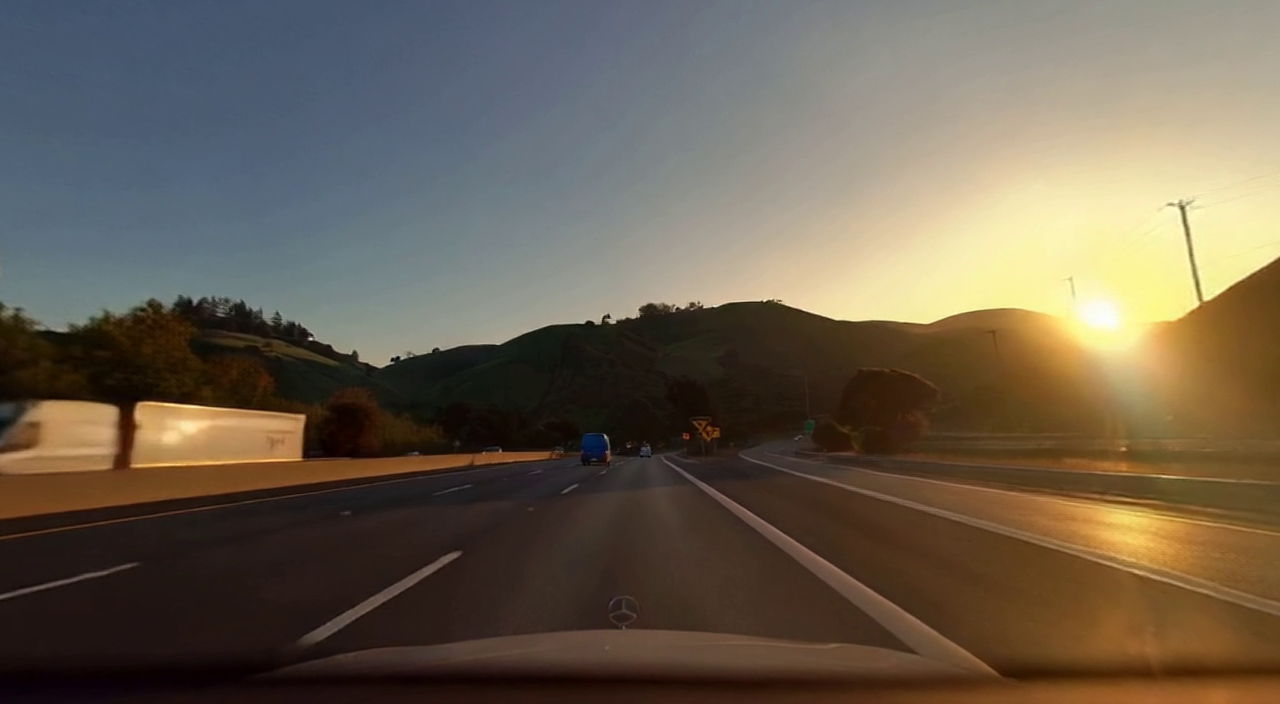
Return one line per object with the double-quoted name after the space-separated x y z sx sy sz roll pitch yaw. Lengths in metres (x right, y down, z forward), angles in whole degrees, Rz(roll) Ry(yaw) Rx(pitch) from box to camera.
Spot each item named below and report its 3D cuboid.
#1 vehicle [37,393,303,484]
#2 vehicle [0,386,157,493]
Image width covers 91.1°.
-26.126 5.200 37.333 2.883 4.138 16.730 0 -8 0 "vehicle"
-26.078 3.829 27.298 3.058 4.063 8.617 0 -8 1 "vehicle"
